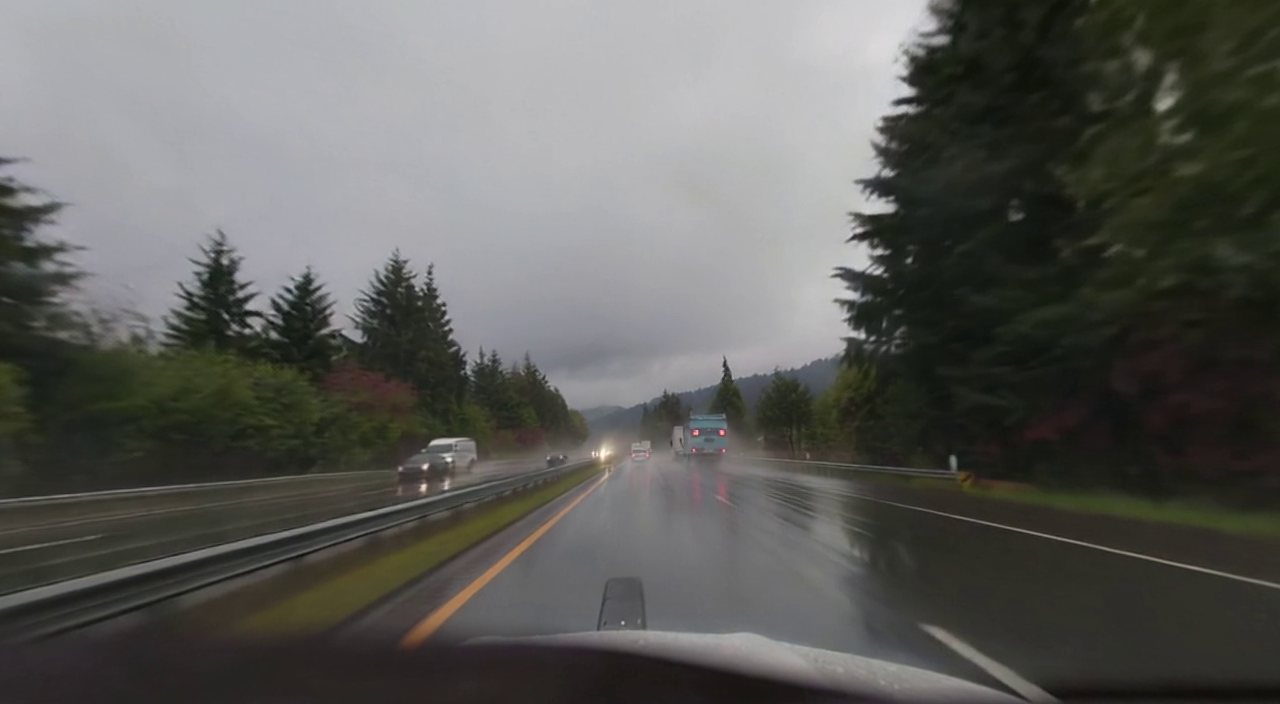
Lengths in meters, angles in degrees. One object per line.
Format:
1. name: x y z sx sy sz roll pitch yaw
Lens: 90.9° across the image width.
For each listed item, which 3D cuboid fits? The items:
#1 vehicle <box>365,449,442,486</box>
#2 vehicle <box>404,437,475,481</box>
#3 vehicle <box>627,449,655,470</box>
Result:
1. vehicle: -12.413 6.061 33.436 2.232 1.817 4.723 0 -9 0
2. vehicle: -12.428 6.662 39.519 2.485 2.534 5.320 0 -9 2
3. vehicle: 0.057 7.569 44.521 1.926 1.386 3.615 0 -9 0
